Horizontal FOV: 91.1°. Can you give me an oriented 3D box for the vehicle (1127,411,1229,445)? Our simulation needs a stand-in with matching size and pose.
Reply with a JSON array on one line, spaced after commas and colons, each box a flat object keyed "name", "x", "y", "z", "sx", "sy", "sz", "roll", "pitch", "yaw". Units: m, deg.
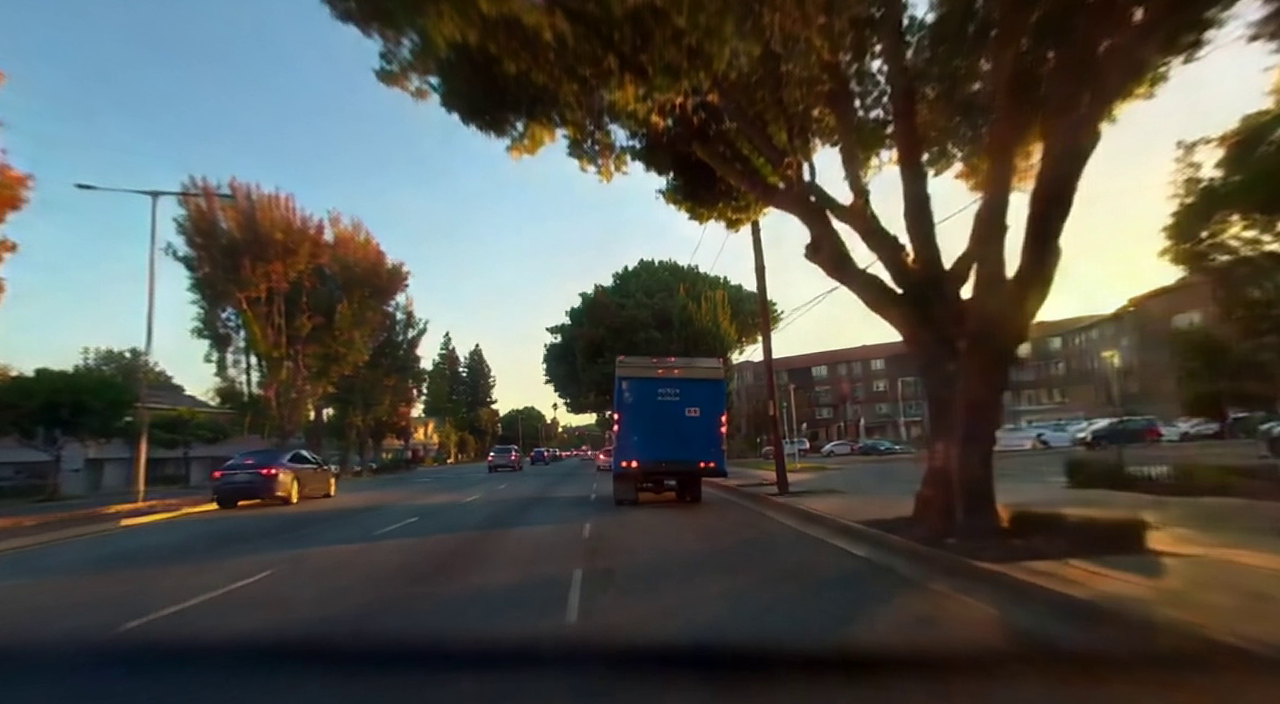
[{"name": "vehicle", "x": 28.970, "y": 4.151, "z": 33.977, "sx": 1.827, "sy": 1.498, "sz": 3.785, "roll": -5, "pitch": -8, "yaw": -6}]

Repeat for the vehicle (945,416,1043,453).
[{"name": "vehicle", "x": 18.410, "y": 4.367, "z": 32.907, "sx": 1.880, "sy": 1.804, "sz": 4.679, "roll": 1, "pitch": -9, "yaw": -8}]

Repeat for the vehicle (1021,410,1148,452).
[{"name": "vehicle", "x": 23.693, "y": 4.335, "z": 33.862, "sx": 2.220, "sy": 1.981, "sz": 5.827, "roll": 3, "pitch": -9, "yaw": -6}]

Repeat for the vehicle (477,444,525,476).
[{"name": "vehicle", "x": -8.327, "y": 6.494, "z": 38.068, "sx": 2.095, "sy": 1.759, "sz": 4.433, "roll": 0, "pitch": -9, "yaw": -3}]

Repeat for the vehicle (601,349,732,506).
[{"name": "vehicle", "x": 0.361, "y": 2.393, "z": 19.118, "sx": 2.905, "sy": 3.644, "sz": 8.807, "roll": 1, "pitch": -9, "yaw": -4}]

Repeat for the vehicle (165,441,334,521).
[{"name": "vehicle", "x": -9.348, "y": 3.058, "z": 15.538, "sx": 1.958, "sy": 1.672, "sz": 4.283, "roll": 1, "pitch": -9, "yaw": -9}]
